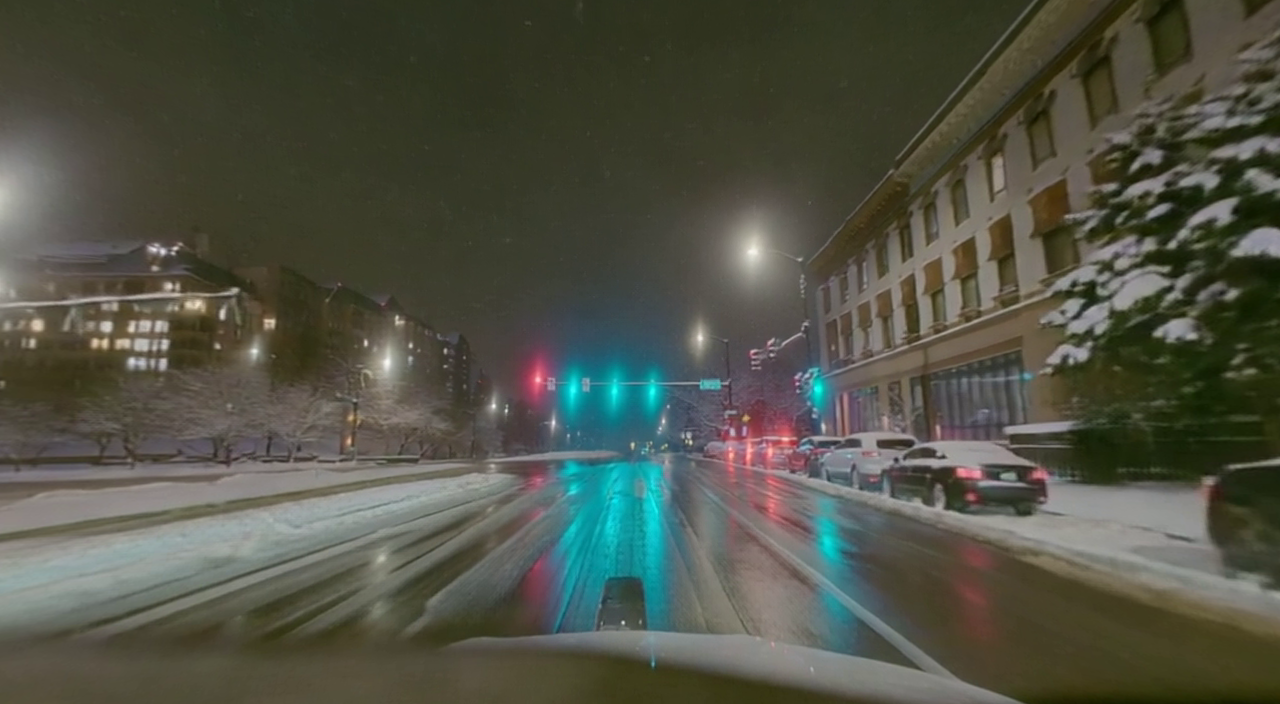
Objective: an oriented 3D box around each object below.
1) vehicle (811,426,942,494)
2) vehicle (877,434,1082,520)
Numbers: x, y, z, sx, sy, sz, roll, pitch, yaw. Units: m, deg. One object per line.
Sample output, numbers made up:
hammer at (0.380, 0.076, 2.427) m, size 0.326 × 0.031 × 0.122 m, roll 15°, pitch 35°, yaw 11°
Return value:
vehicle at (6.824, 3.191, 18.862) m, size 1.978 × 1.728 × 5.129 m, roll 0°, pitch -9°, yaw 0°
vehicle at (6.804, 2.533, 13.291) m, size 1.880 × 1.483 × 4.510 m, roll 0°, pitch -9°, yaw 1°
